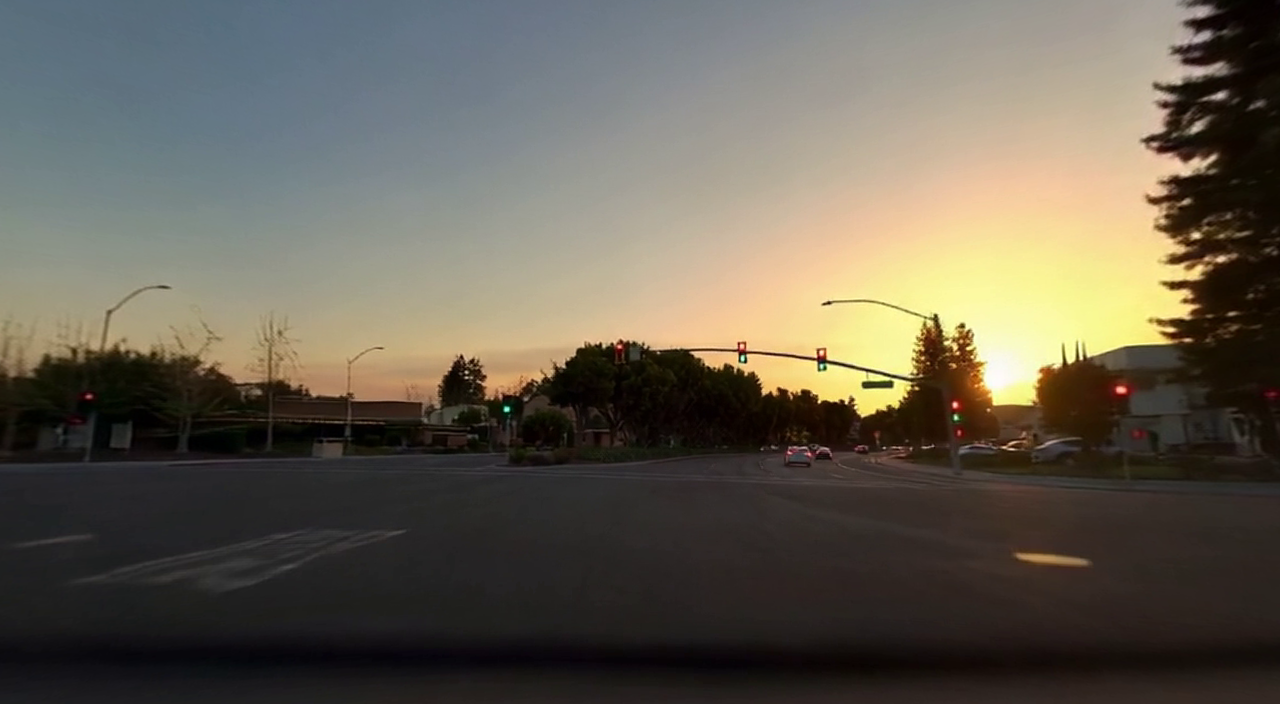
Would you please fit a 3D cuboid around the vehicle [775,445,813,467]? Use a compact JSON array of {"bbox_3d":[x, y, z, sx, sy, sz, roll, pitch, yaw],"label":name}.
[{"bbox_3d":[10.392,7.031,42.868,1.988,1.460,3.996,-1,-9,7],"label":"vehicle"}]
